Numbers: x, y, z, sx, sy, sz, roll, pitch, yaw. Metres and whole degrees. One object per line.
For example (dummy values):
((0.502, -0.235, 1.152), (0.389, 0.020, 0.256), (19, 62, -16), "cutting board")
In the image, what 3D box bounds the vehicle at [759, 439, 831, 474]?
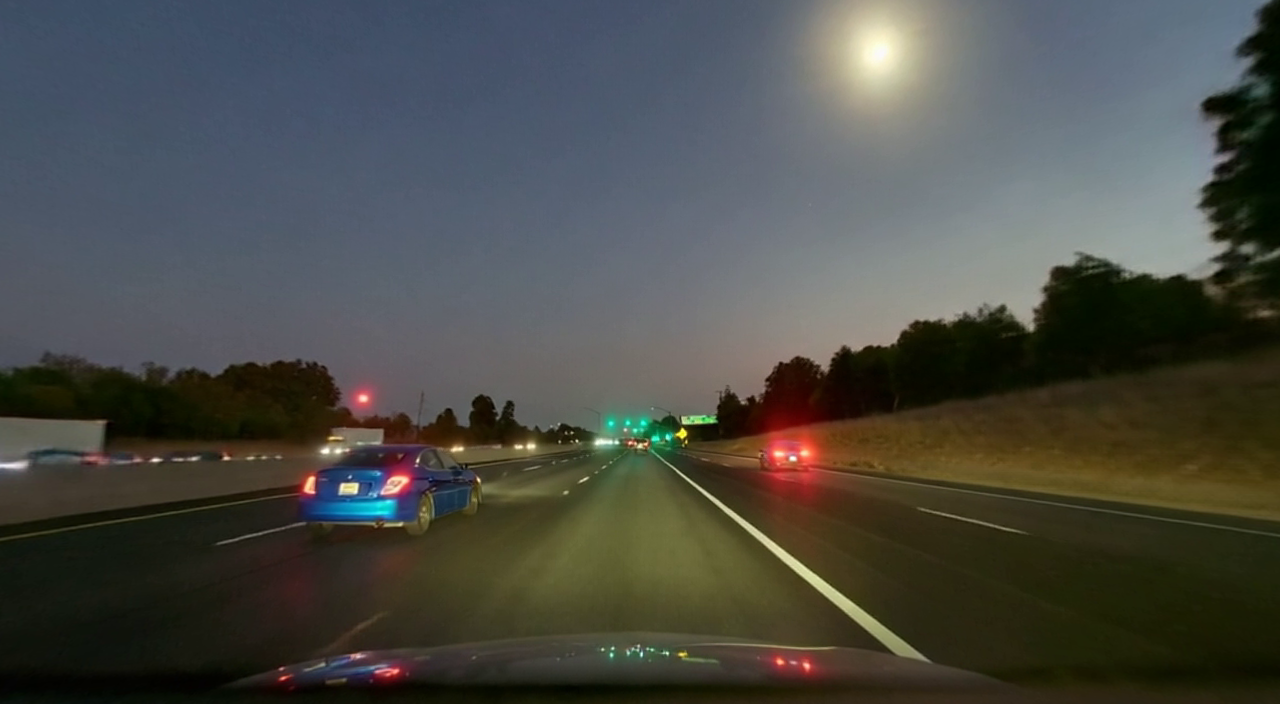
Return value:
((7.176, 4.885, 29.683), (2.049, 1.481, 4.774), (0, -8, -2), "vehicle")

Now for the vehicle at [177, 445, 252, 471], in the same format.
((-28.286, 7.033, 42.018), (1.864, 1.568, 4.344), (0, -8, 1), "vehicle")

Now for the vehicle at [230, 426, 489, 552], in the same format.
((-3.954, 1.999, 9.936), (1.987, 1.516, 4.478), (0, -8, 1), "vehicle")

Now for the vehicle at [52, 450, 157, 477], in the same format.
((-32.038, 6.666, 37.890), (1.799, 1.455, 5.117), (0, -8, 0), "vehicle")
